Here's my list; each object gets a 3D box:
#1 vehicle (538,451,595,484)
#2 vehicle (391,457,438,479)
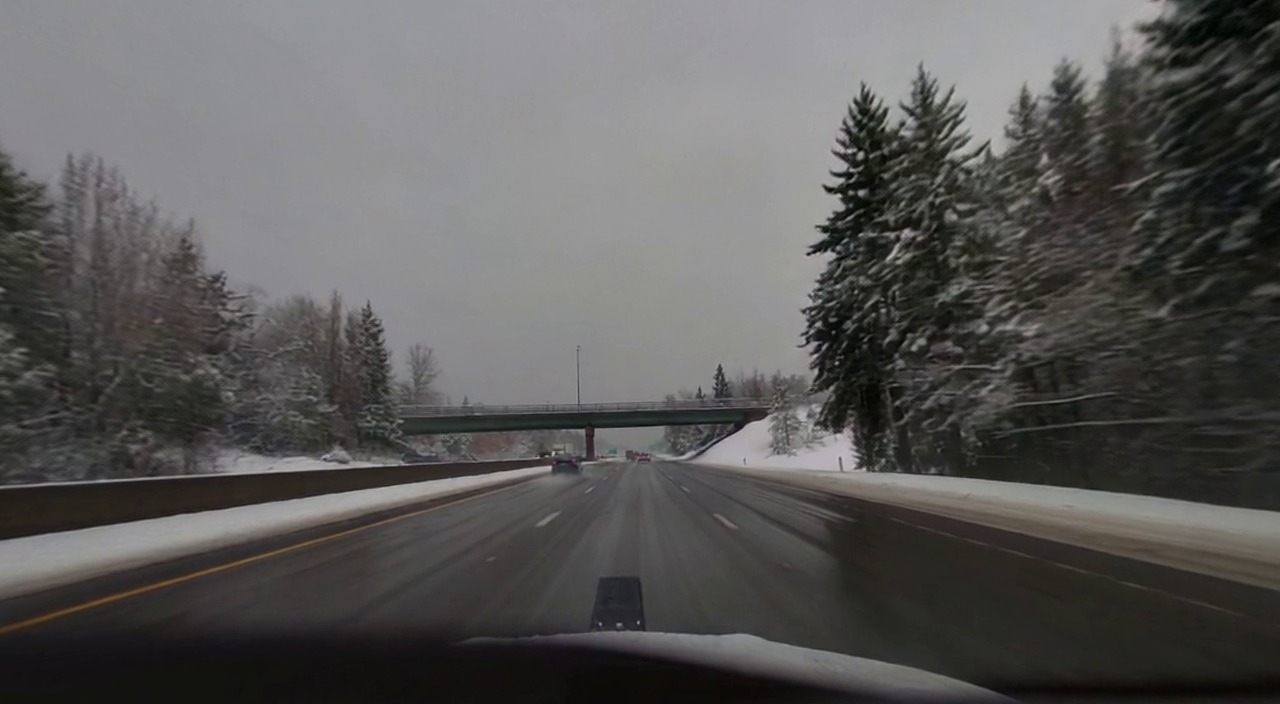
[{"bbox_3d":[-3.578,5.726,31.550,2.293,1.462,4.452,-1,-9,0],"label":"vehicle"},{"bbox_3d":[-15.867,8.151,44.567,1.912,1.430,3.830,-1,-9,0],"label":"vehicle"}]
